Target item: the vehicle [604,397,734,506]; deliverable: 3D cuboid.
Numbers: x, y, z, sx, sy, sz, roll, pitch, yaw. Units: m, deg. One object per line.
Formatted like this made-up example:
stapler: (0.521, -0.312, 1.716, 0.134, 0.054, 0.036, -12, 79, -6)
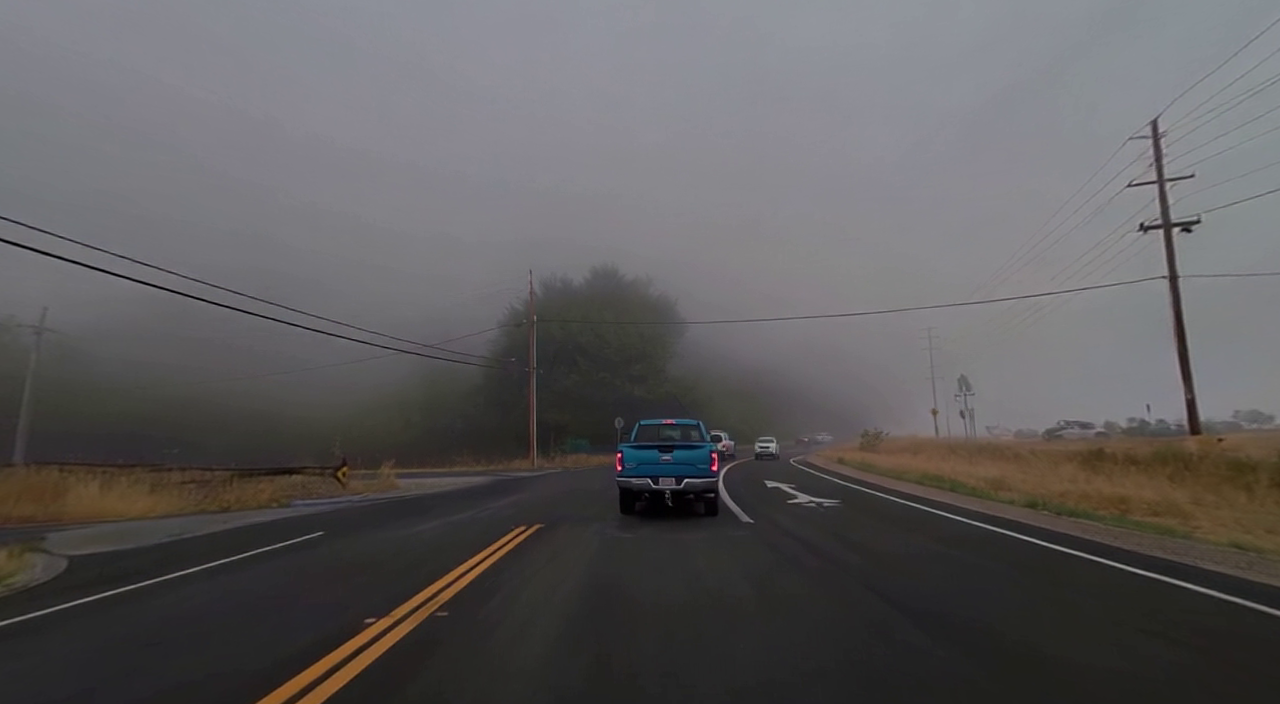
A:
vehicle: (0.759, 2.498, 16.104, 2.693, 2.223, 5.885, -1, -8, 3)
